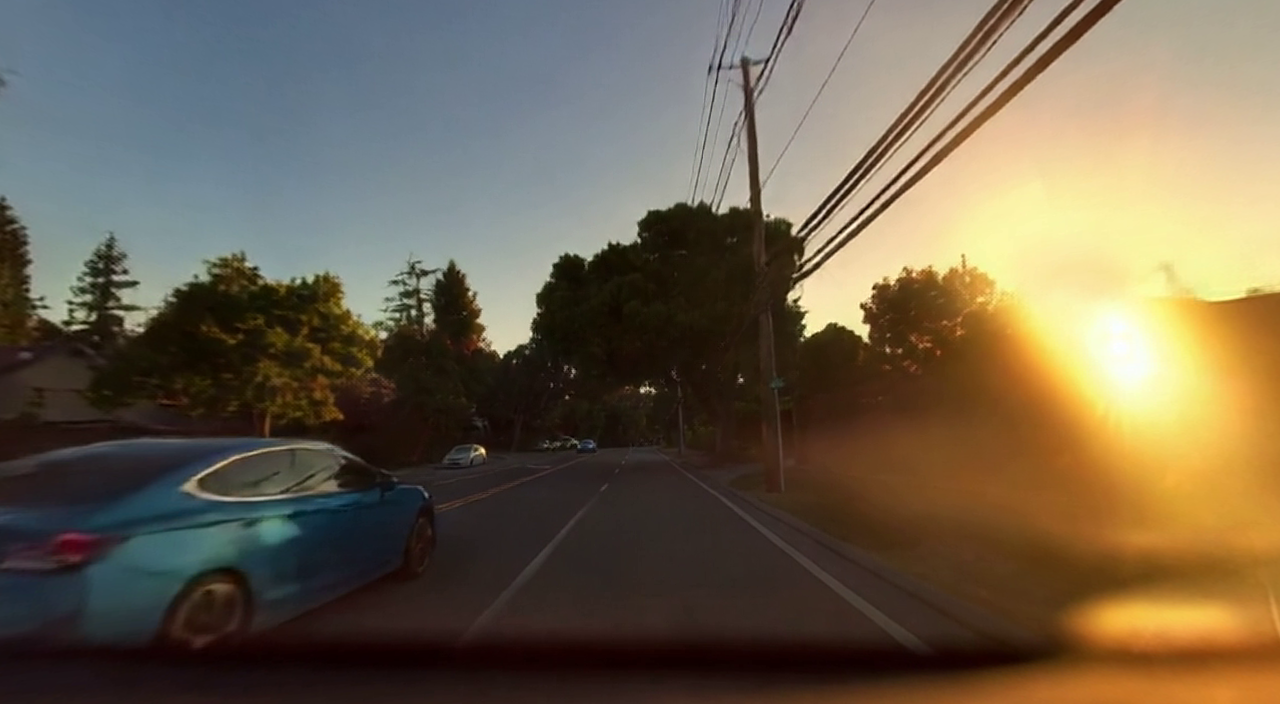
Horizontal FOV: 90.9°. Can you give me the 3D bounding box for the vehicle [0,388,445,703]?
[{"bbox_3d":[-3.097,1.134,3.804,2.085,1.512,5.023,0,-8,2],"label":"vehicle"}]
